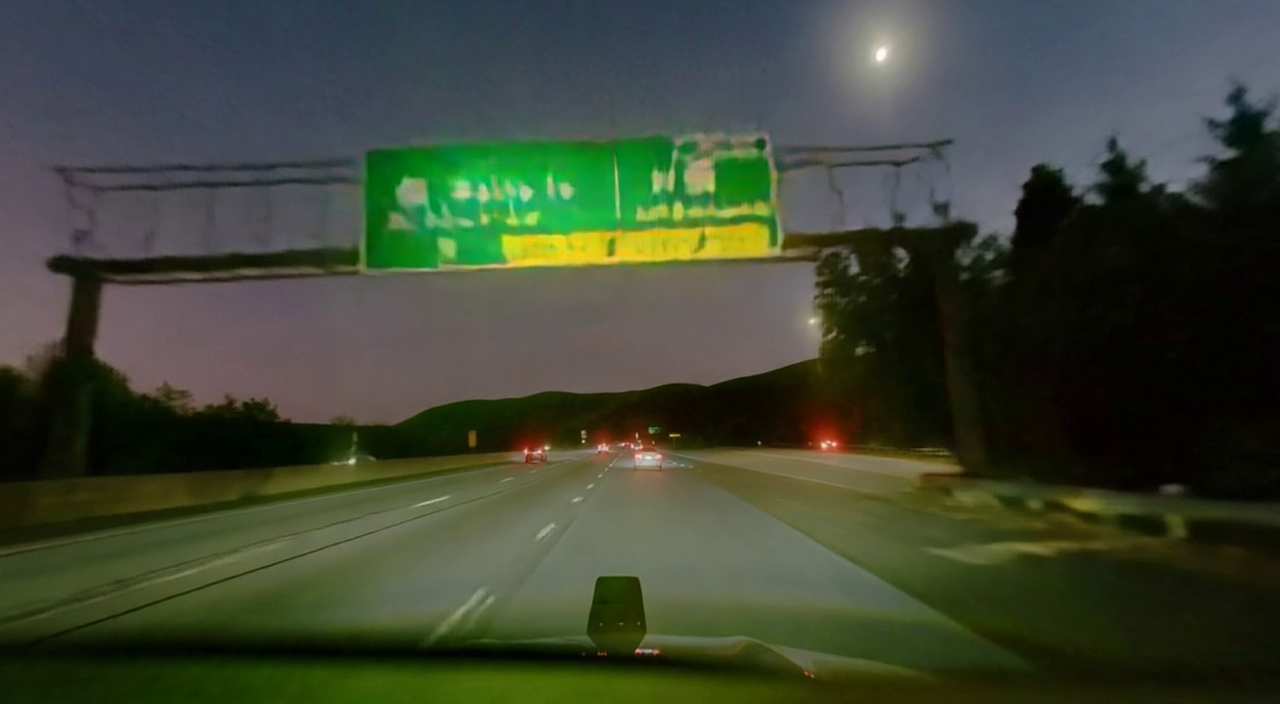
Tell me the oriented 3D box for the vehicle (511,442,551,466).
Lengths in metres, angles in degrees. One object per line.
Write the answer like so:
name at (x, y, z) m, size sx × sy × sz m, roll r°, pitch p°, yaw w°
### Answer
vehicle at (-7.068, 6.647, 41.185) m, size 1.955 × 1.468 × 3.637 m, roll 0°, pitch -9°, yaw -1°

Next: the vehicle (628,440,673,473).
vehicle at (0.428, 5.029, 30.492) m, size 2.019 × 1.475 × 4.301 m, roll 0°, pitch -9°, yaw -2°
